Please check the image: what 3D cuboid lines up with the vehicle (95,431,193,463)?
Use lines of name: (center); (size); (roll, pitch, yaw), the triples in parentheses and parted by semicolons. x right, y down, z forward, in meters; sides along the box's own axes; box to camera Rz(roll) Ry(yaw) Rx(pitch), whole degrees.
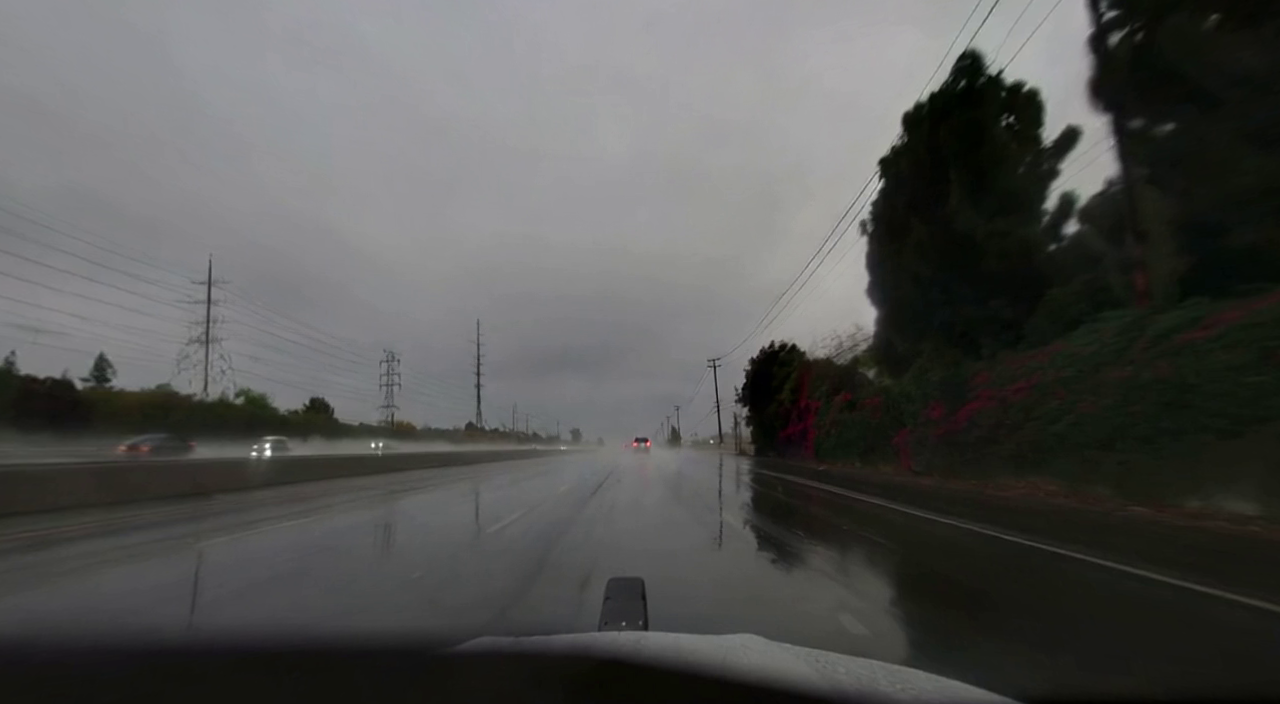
vehicle: (-30.464, 5.865, 38.966); (2.056, 1.823, 4.811); (0, -8, 0)
